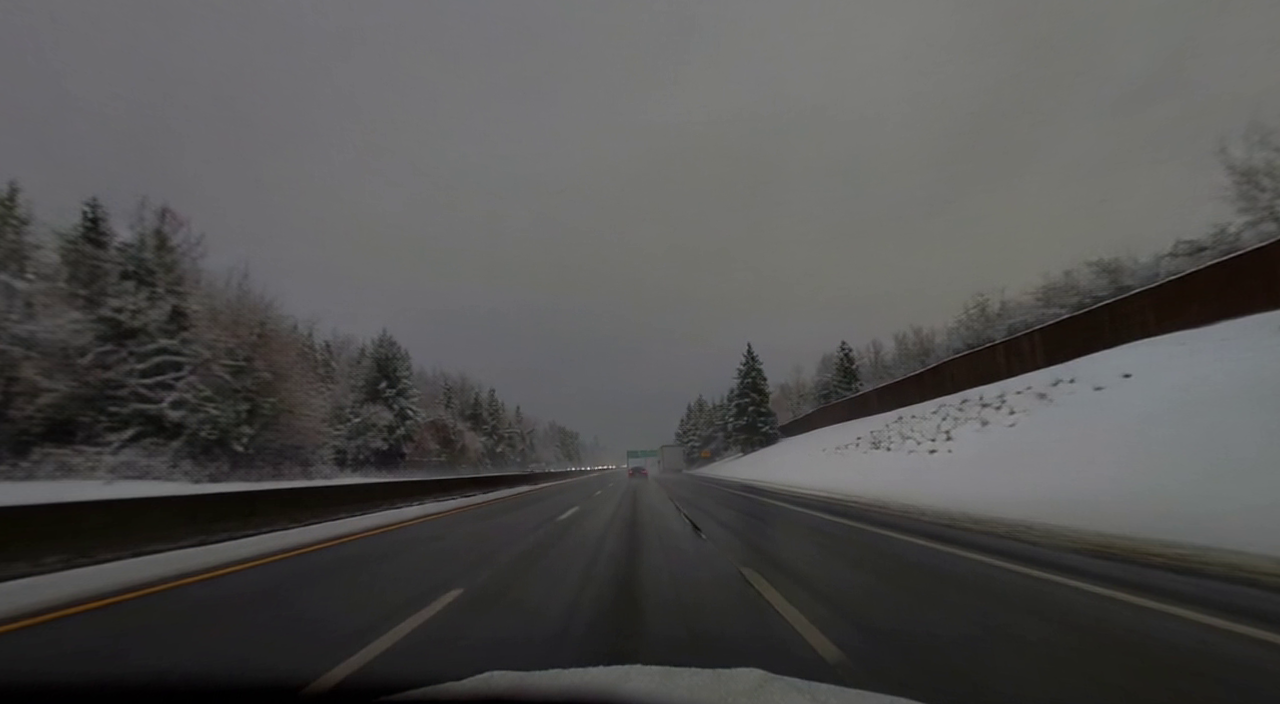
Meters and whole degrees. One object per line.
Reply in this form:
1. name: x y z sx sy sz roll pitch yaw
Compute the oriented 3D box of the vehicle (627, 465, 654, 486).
1. vehicle: 0.028 9.429 48.156 2.015 1.478 3.920 1 -10 0
